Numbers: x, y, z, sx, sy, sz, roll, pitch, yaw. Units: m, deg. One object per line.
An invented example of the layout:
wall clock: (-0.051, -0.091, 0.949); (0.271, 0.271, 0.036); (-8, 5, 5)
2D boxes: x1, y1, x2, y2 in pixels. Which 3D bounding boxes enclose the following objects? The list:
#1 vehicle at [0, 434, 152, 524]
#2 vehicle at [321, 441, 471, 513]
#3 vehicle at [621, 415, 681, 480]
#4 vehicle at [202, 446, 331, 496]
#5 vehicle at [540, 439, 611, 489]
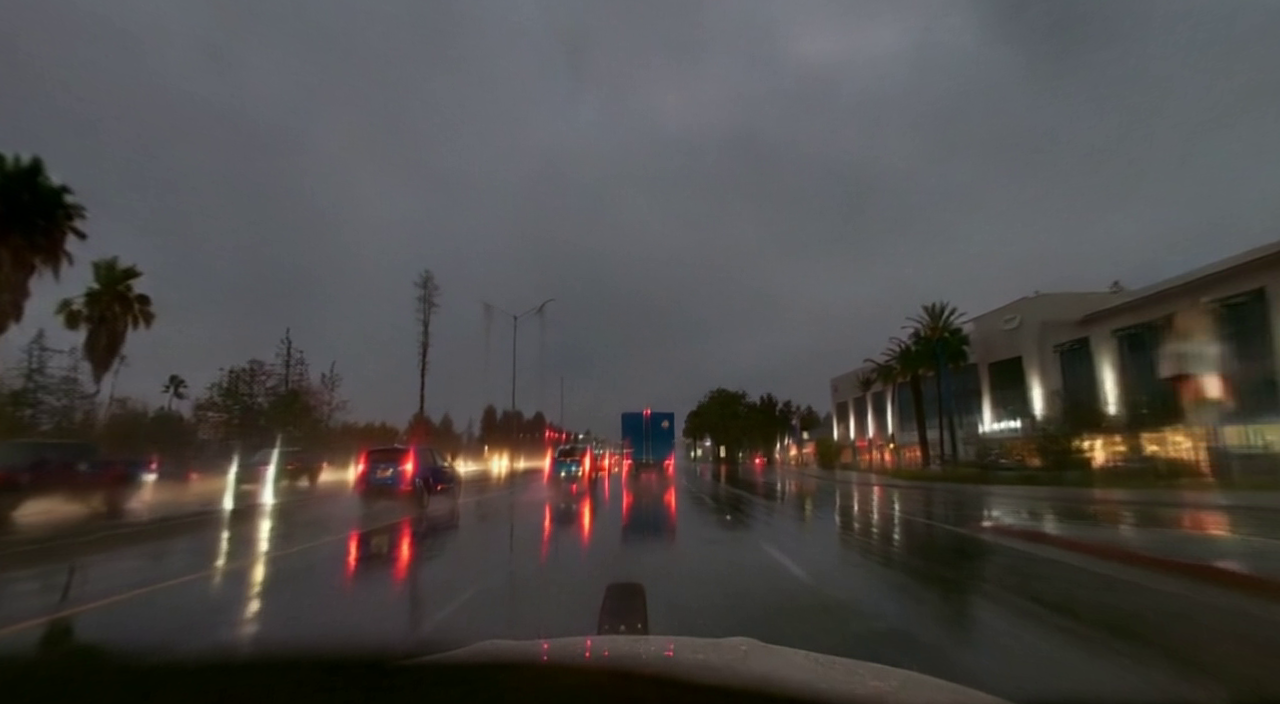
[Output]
vehicle: (-14.517, 2.938, 14.846); (2.010, 1.885, 4.606); (-1, -9, 4)
vehicle: (-6.236, 3.231, 16.803); (2.045, 1.630, 4.680); (0, -9, 1)
vehicle: (0.611, 5.248, 34.515); (2.993, 3.235, 6.692); (0, -9, 1)
vehicle: (-14.411, 4.595, 24.609); (2.100, 1.746, 4.662); (0, -9, 1)
vehicle: (-2.479, 4.490, 25.495); (2.178, 1.826, 4.933); (0, -9, 2)
